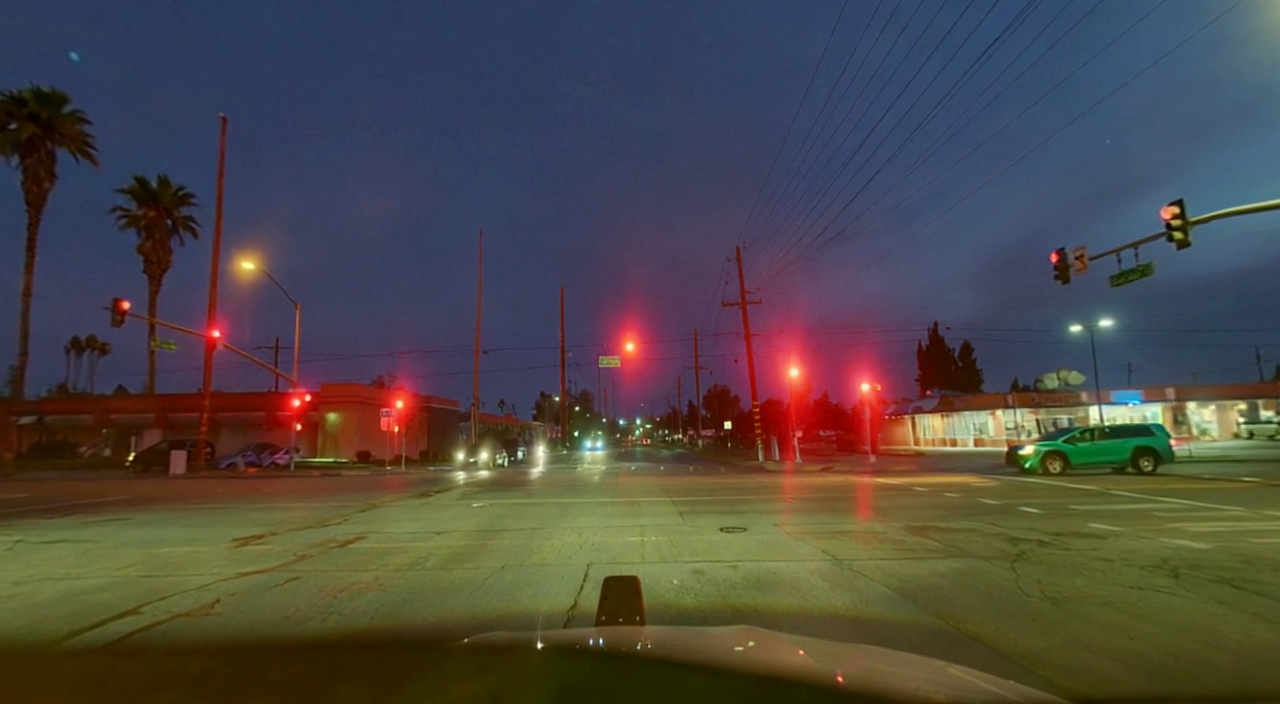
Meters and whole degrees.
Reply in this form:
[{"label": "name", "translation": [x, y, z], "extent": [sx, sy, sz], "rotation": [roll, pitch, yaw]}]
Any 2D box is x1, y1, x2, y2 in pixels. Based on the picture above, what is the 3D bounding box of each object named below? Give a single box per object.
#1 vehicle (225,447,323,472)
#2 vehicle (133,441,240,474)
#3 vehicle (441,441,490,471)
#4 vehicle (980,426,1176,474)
[{"label": "vehicle", "translation": [-22.290, 6.552, 38.610], "extent": [4.849, 1.444, 1.881], "rotation": [-1, -8, 1]}, {"label": "vehicle", "translation": [-25.904, 6.048, 36.214], "extent": [4.613, 1.820, 2.021], "rotation": [-1, -8, 4]}, {"label": "vehicle", "translation": [-11.942, 7.112, 43.539], "extent": [2.016, 1.717, 4.287], "rotation": [0, -6, 1]}, {"label": "vehicle", "translation": [14.331, 3.251, 20.962], "extent": [4.918, 1.479, 1.897], "rotation": [-1, -8, 7]}]
